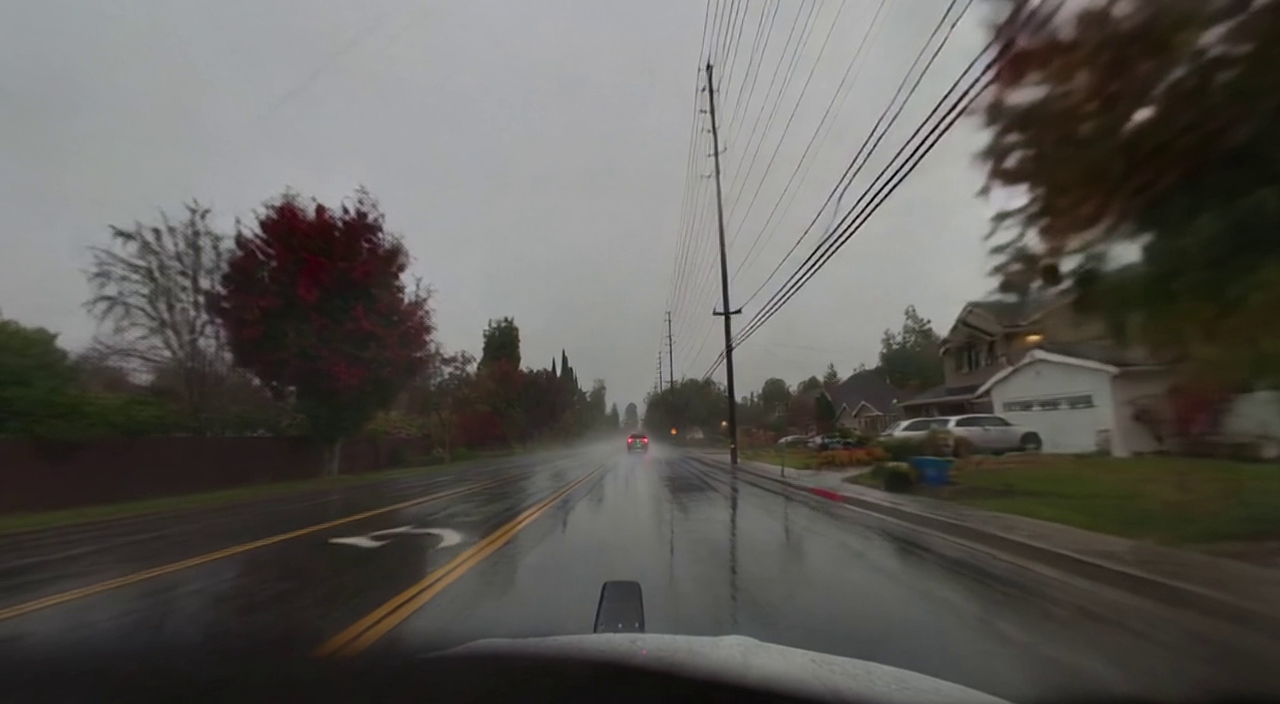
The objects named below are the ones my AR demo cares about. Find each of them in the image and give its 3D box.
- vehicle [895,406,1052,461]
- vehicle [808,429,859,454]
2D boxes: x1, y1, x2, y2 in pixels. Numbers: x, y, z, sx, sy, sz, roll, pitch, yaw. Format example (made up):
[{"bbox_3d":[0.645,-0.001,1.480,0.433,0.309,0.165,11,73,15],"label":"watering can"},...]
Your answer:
[{"bbox_3d":[12.971,3.218,24.749,4.905,2.056,2.058,0,-8,0],"label":"vehicle"},{"bbox_3d":[12.176,5.685,39.964,1.846,1.523,4.492,0,-8,1],"label":"vehicle"}]
